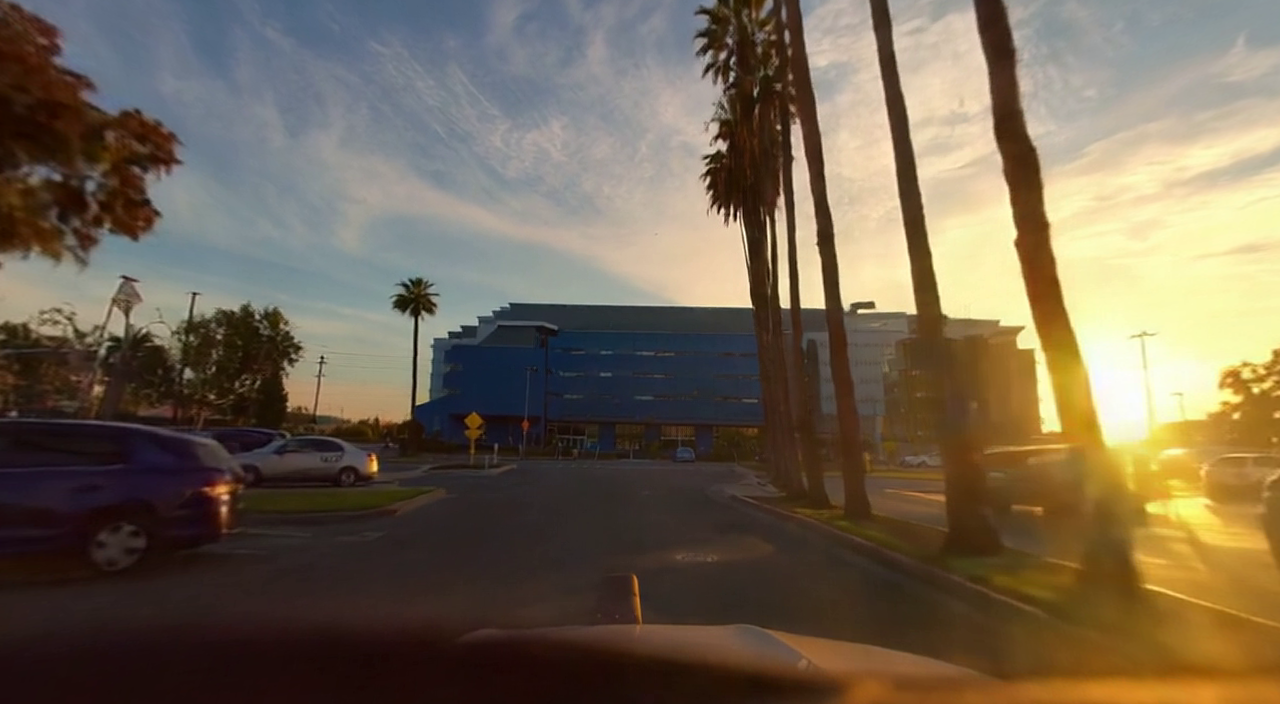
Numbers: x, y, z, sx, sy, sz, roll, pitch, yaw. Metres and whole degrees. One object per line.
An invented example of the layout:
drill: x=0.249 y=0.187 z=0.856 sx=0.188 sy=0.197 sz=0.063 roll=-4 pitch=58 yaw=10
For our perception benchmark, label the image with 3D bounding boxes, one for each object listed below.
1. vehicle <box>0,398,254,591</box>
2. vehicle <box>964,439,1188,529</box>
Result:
vehicle: x=-6.112 y=1.191 z=5.540 sx=4.542 sy=1.483 sz=2.174 roll=5 pitch=-10 yaw=-31
vehicle: x=9.470 y=2.744 z=13.679 sx=4.651 sy=1.610 sz=2.157 roll=6 pitch=-10 yaw=-31
